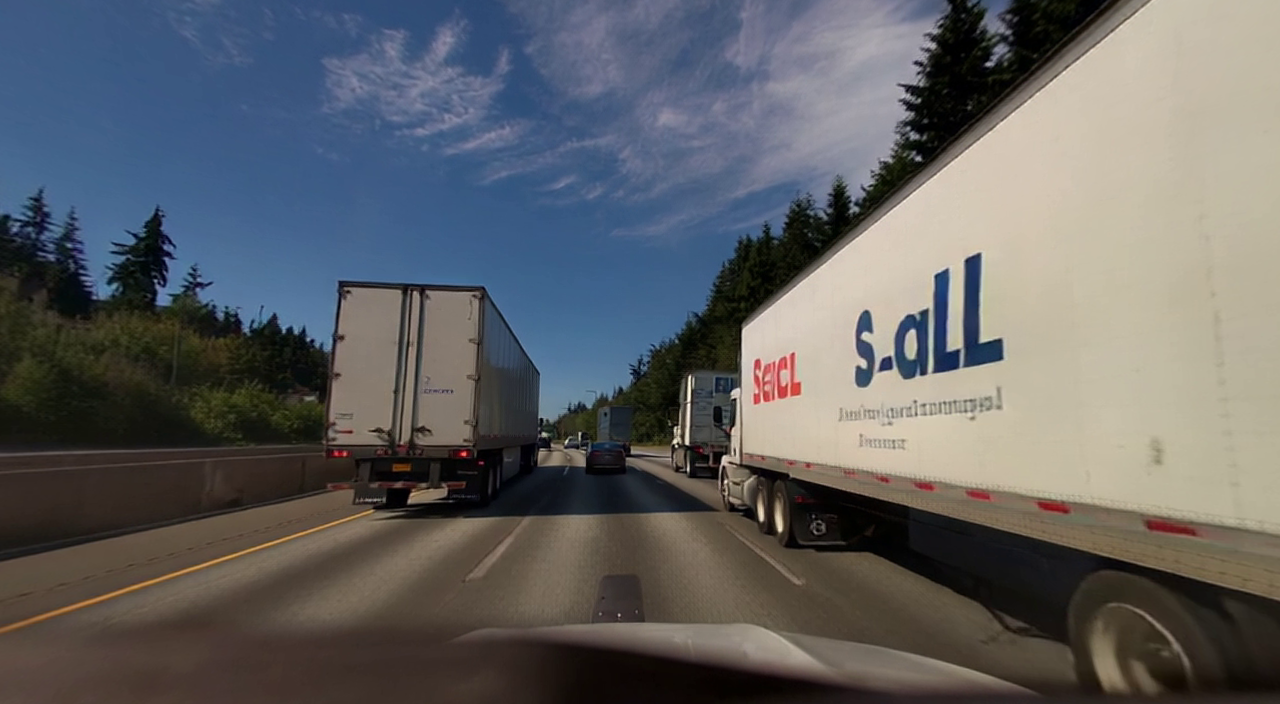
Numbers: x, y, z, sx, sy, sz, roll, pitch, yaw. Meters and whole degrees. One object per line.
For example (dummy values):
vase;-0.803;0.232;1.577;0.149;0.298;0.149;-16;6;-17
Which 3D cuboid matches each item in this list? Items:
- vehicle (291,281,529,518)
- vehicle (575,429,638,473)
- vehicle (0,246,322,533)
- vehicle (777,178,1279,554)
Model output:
vehicle;-4.420;1.308;14.522;2.822;3.788;8.799;1;-8;-5
vehicle;-1.395;3.758;24.203;2.060;1.540;4.374;1;-8;-8
vehicle;-10.834;0.486;8.654;2.867;4.125;14.026;-2;-8;14
vehicle;7.486;0.421;9.074;2.820;4.084;13.786;4;-8;-25
